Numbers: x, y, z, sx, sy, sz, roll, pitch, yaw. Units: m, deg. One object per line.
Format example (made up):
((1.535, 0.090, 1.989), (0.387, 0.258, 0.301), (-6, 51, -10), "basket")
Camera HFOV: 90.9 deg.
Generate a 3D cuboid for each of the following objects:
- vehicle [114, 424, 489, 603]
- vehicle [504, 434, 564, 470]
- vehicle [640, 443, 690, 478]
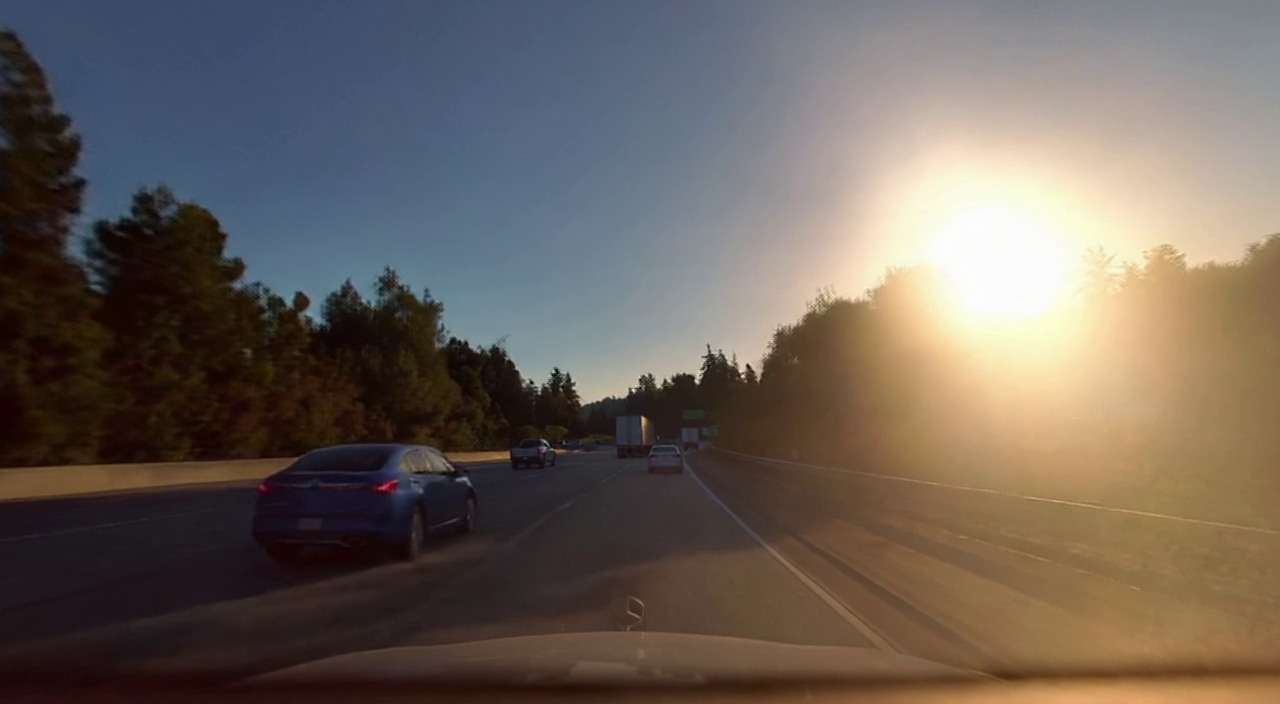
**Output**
((-3.427, 1.711, 7.703), (1.916, 1.486, 4.631), (0, -9, 1), "vehicle")
((-5.797, 5.516, 35.051), (2.142, 1.833, 4.854), (-1, -9, 4), "vehicle")
((1.071, 4.564, 26.716), (1.984, 1.365, 3.767), (0, -8, 3), "vehicle")
